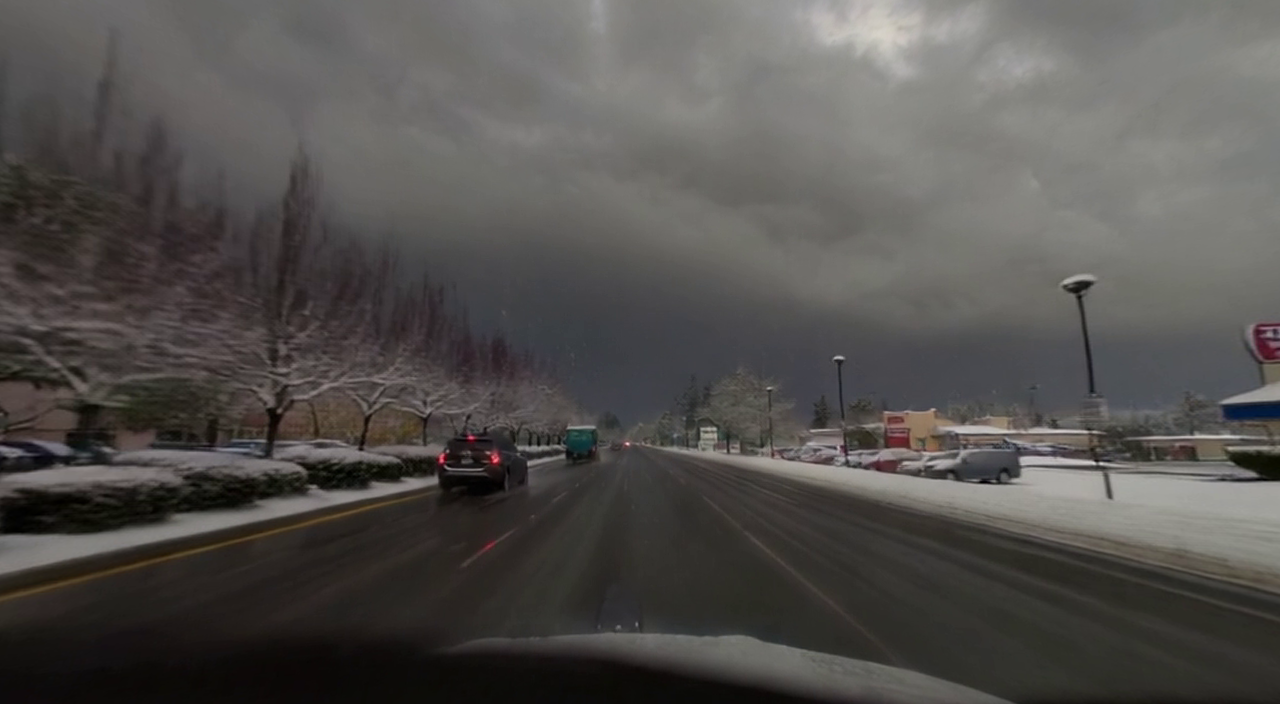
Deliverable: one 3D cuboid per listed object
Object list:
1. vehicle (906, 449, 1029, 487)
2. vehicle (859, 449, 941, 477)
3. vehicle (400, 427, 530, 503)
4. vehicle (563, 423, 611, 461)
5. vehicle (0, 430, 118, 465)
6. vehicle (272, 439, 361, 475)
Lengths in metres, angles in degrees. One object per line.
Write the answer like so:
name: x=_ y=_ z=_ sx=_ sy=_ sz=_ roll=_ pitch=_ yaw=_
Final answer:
vehicle: x=16.642 y=5.909 z=32.197 sx=5.041 sy=1.803 sz=2.182 roll=-1 pitch=-9 yaw=1
vehicle: x=16.722 y=7.154 z=40.647 sx=4.413 sy=1.659 sz=1.913 roll=0 pitch=-8 yaw=-1
vehicle: x=-4.305 y=2.843 z=16.265 sx=2.109 sy=1.672 sz=4.256 roll=0 pitch=-8 yaw=0
vehicle: x=-3.700 y=6.551 z=45.723 sx=2.917 sy=2.524 sz=6.990 roll=0 pitch=-8 yaw=0
vehicle: x=-43.612 y=7.123 z=47.065 sx=7.001 sy=2.479 sz=2.370 roll=0 pitch=-9 yaw=2
vehicle: x=-16.367 y=5.326 z=32.136 sx=2.104 sy=1.689 sz=4.476 roll=0 pitch=-8 yaw=1
